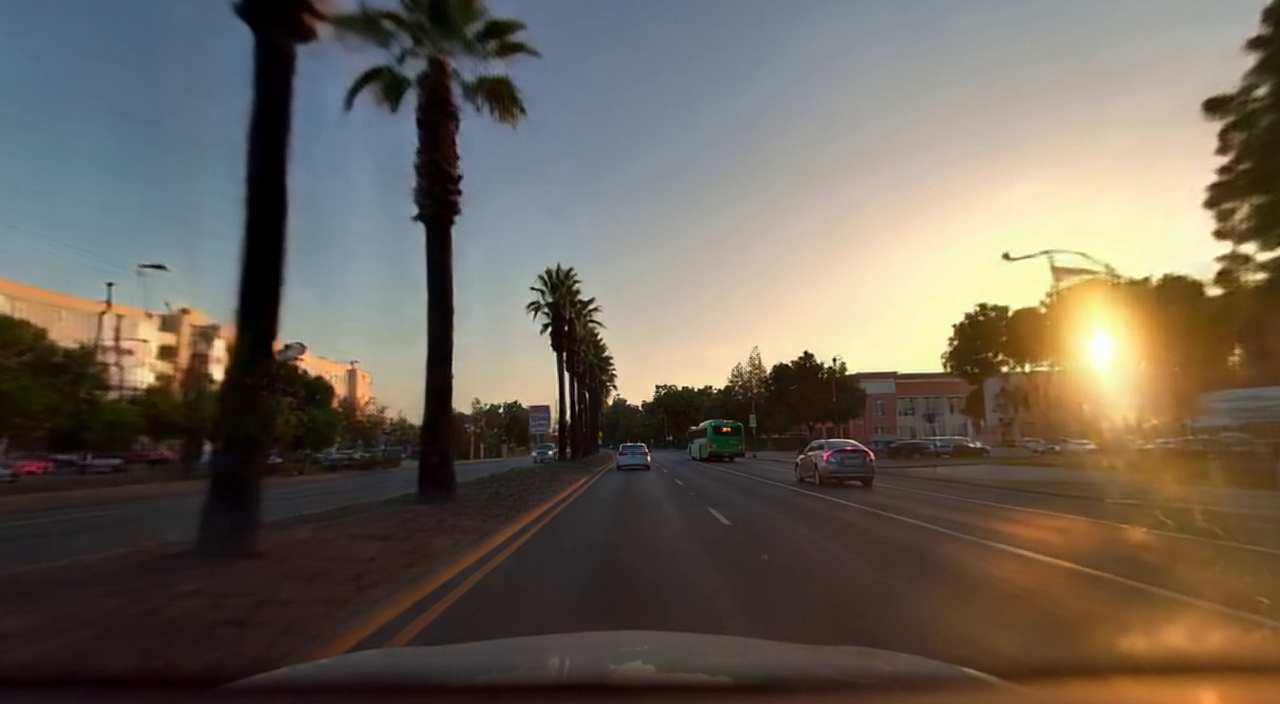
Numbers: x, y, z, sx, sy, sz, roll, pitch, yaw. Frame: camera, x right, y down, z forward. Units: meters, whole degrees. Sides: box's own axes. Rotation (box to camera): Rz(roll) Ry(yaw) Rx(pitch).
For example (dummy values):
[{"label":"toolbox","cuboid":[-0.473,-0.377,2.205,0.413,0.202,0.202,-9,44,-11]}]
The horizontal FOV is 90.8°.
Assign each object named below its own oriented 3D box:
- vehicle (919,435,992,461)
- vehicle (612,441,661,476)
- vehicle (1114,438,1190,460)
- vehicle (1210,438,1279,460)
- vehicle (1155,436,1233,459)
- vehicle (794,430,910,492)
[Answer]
[{"label":"vehicle","cuboid":[24.104,7.357,48.313,4.595,1.845,1.919,0,-8,-6]},{"label":"vehicle","cuboid":[-0.146,4.844,28.945,2.065,1.477,4.306,0,-9,0]},{"label":"vehicle","cuboid":[36.056,6.859,44.673,1.831,1.432,4.544,-1,-9,5]},{"label":"vehicle","cuboid":[43.397,6.813,44.545,1.932,1.414,4.451,-2,-8,-6]},{"label":"vehicle","cuboid":[38.647,6.683,44.184,1.778,1.478,4.067,-3,-9,2]},{"label":"vehicle","cuboid":[6.320,3.309,19.407,2.031,1.670,4.154,0,-9,-1]}]
